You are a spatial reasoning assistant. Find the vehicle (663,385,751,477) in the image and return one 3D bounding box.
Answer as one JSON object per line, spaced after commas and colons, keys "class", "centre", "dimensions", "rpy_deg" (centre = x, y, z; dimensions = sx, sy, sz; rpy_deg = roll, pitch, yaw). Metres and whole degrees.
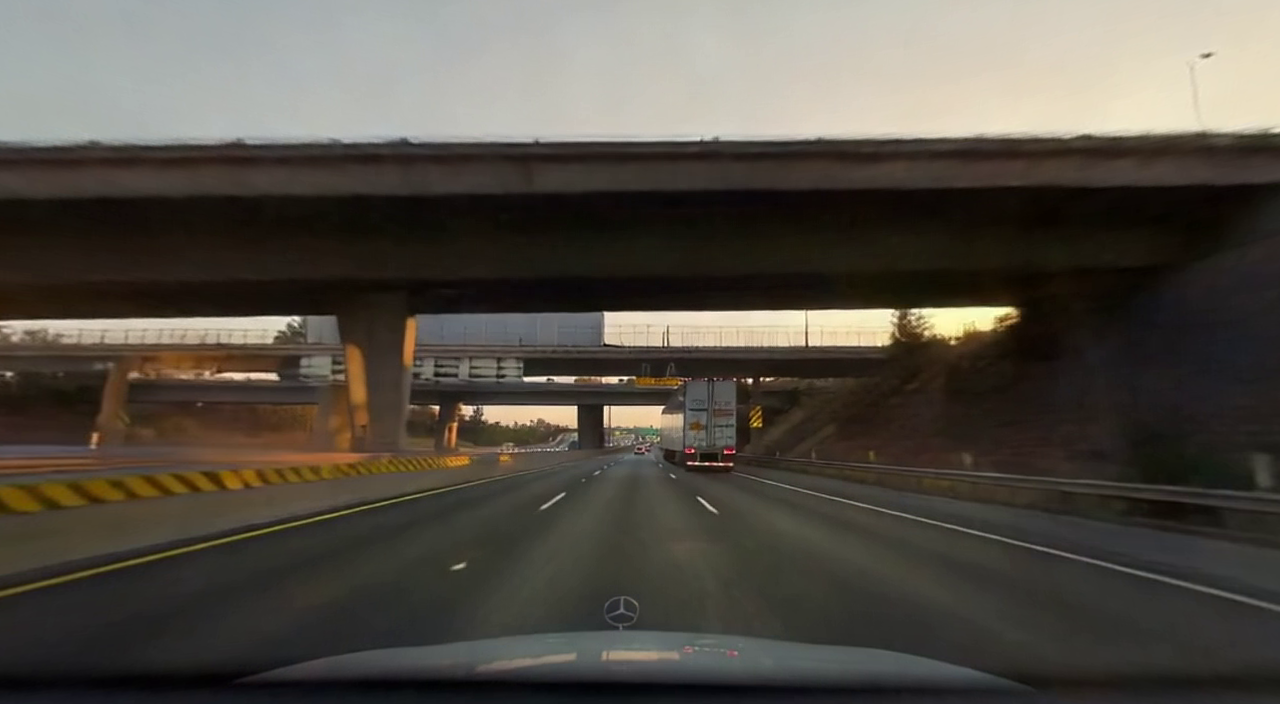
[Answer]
{"class": "vehicle", "centre": [3.218, 4.594, 35.081], "dimensions": [3.244, 4.020, 14.561], "rpy_deg": [0, -9, 0]}
